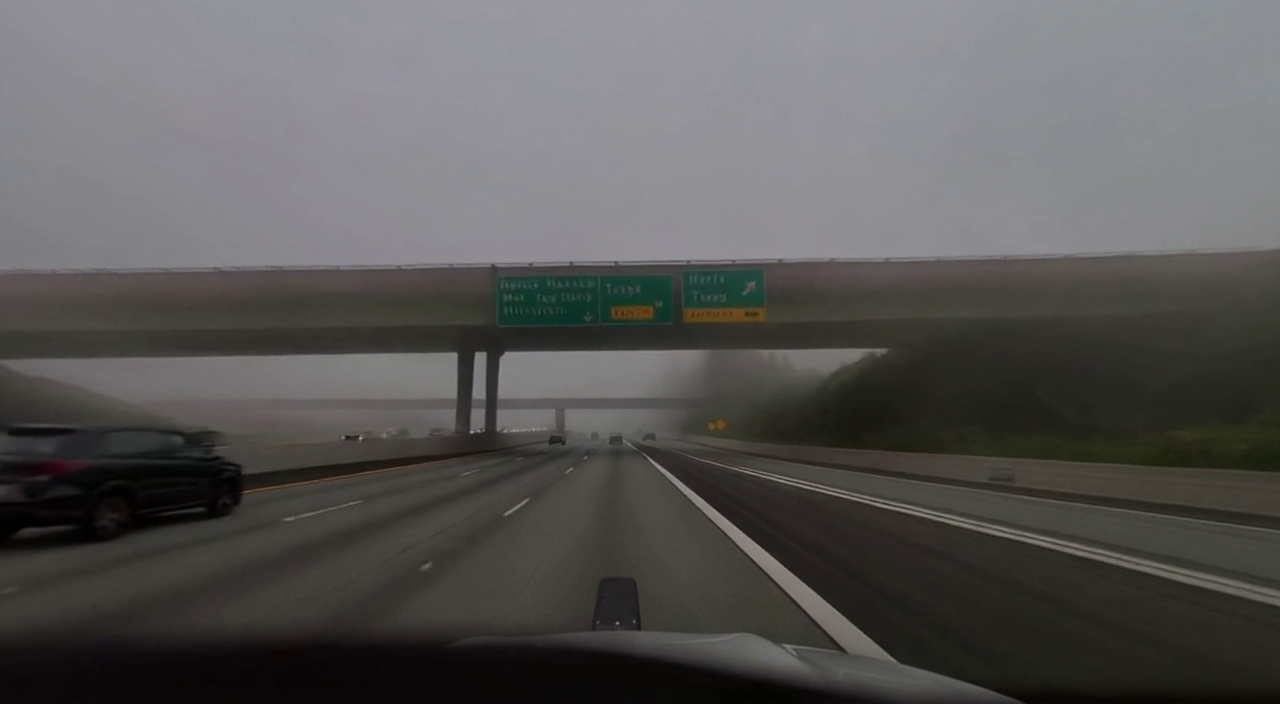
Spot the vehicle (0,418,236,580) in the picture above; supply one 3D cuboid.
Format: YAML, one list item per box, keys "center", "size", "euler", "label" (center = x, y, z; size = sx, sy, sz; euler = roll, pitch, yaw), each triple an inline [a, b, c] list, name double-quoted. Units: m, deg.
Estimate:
- center: [-7.207, 1.564, 7.215]
  size: [2.216, 1.522, 4.412]
  euler: [0, -7, -1]
  label: "vehicle"
